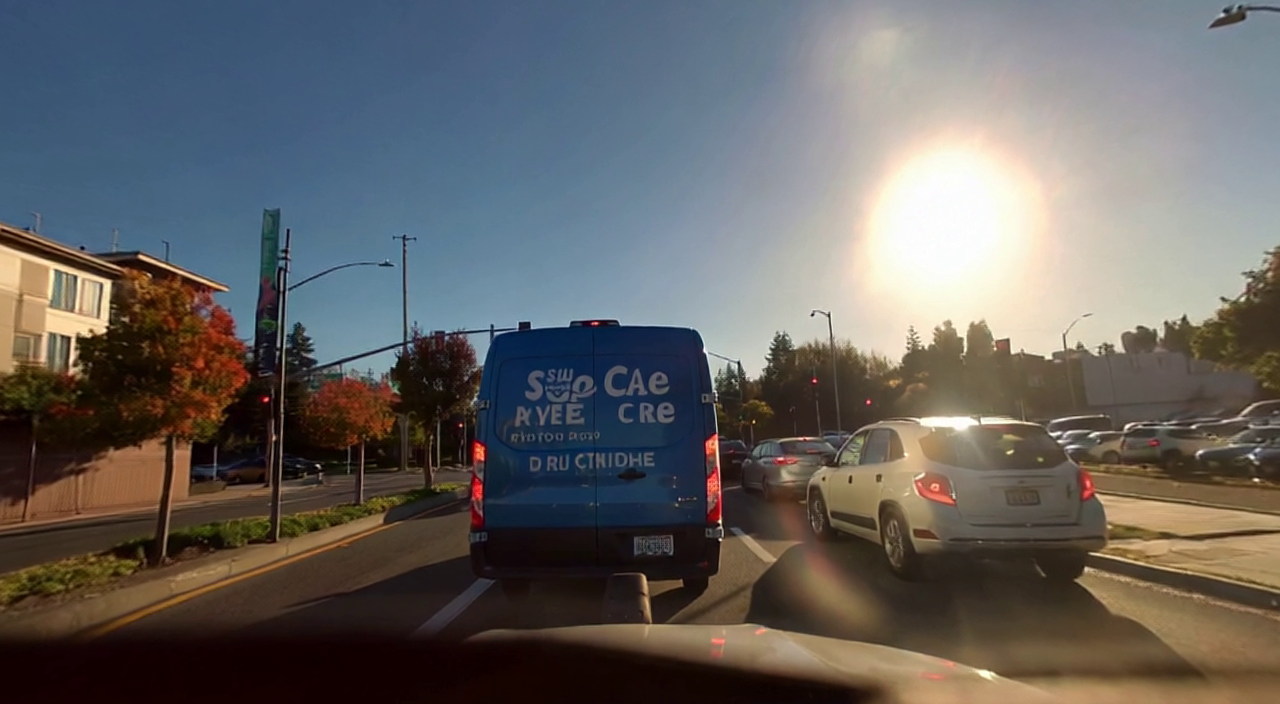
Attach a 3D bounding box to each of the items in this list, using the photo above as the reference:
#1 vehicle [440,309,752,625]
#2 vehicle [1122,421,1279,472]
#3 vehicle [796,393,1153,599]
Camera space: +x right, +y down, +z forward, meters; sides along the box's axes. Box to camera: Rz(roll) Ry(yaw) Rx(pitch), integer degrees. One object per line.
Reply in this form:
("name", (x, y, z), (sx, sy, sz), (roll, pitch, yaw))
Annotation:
("vehicle", (-0.305, 1.246, 7.530), (2.422, 2.488, 4.992), (0, -8, 1))
("vehicle", (17.186, 2.868, 19.149), (3.491, 1.443, 1.837), (0, -8, 0))
("vehicle", (3.435, 1.560, 7.670), (1.965, 1.771, 4.295), (0, -8, 0))
